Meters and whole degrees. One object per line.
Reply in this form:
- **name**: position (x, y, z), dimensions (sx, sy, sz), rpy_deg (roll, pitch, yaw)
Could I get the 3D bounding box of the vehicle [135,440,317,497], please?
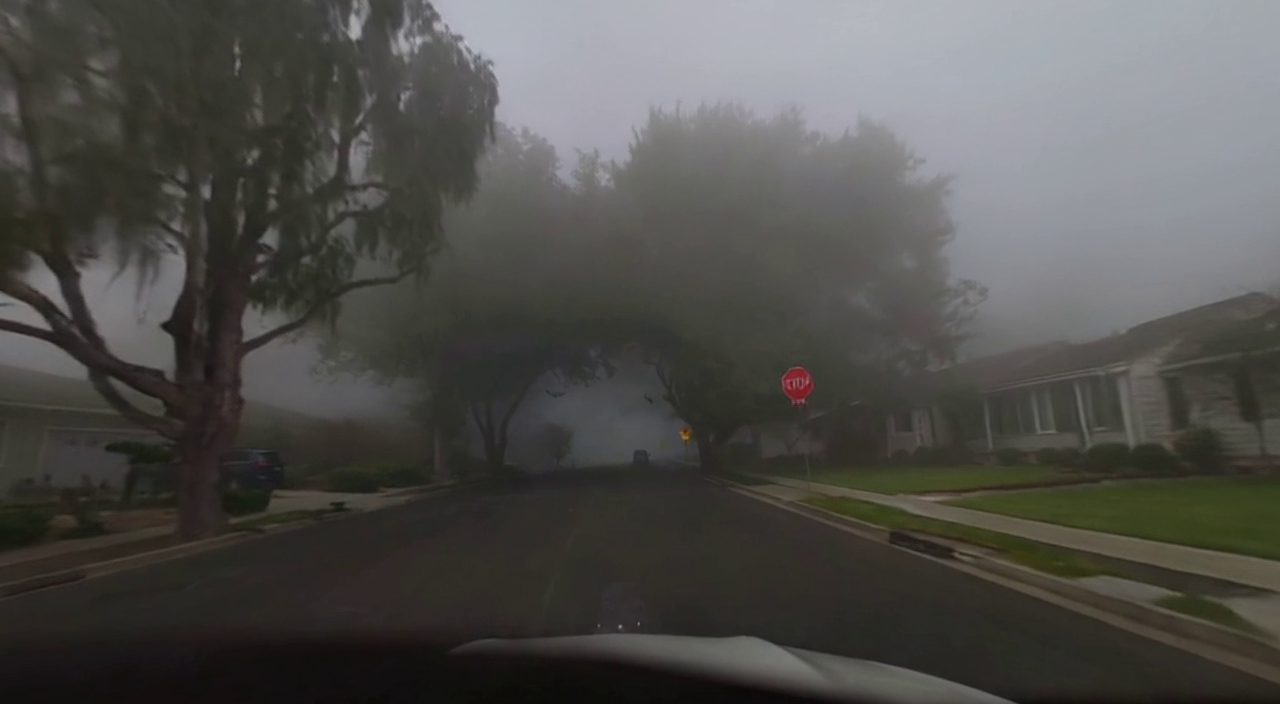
- **vehicle**: position (-14.339, 4.047, 22.143), dimensions (4.809, 1.865, 2.093), rpy_deg (0, -9, -2)
